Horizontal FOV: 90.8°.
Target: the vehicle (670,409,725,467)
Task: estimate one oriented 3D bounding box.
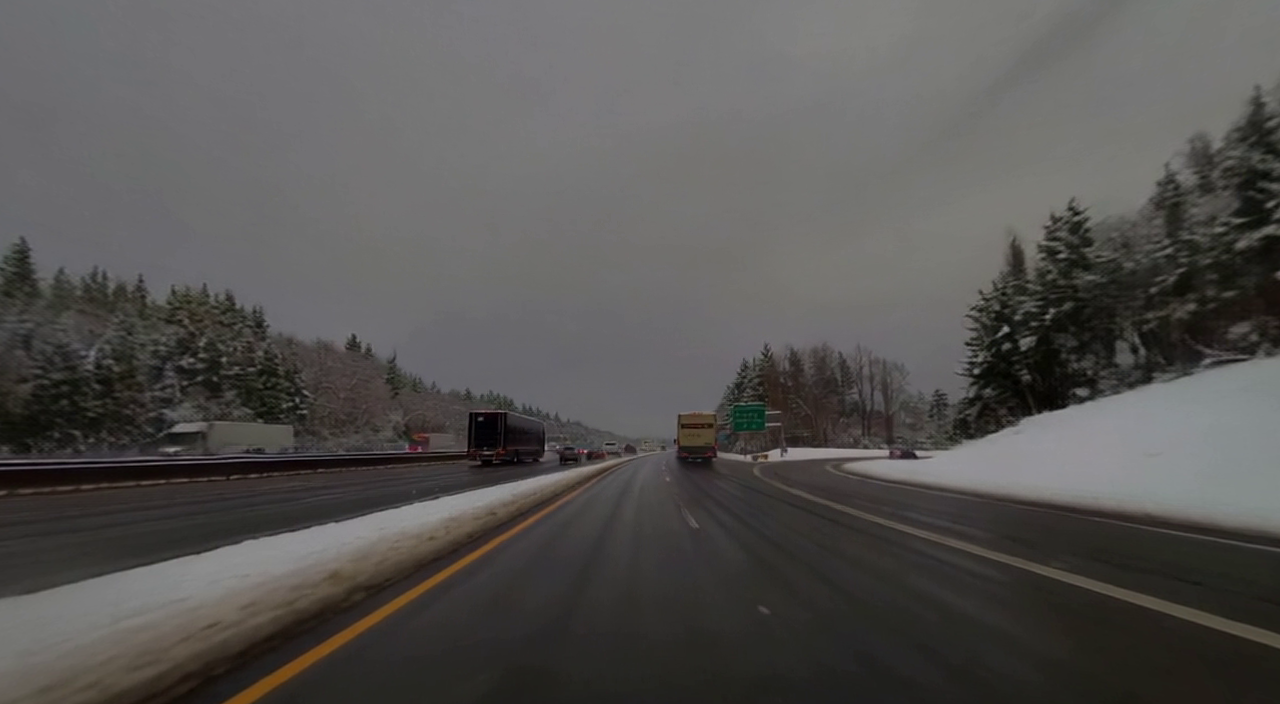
[{"bbox_3d":[3.960,6.501,46.753,2.928,3.595,13.975,0,-9,1],"label":"vehicle"}]

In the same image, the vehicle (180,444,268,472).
[{"bbox_3d":[-23.734,6.056,36.239,1.846,1.509,4.493,-1,-9,2],"label":"vehicle"}]
